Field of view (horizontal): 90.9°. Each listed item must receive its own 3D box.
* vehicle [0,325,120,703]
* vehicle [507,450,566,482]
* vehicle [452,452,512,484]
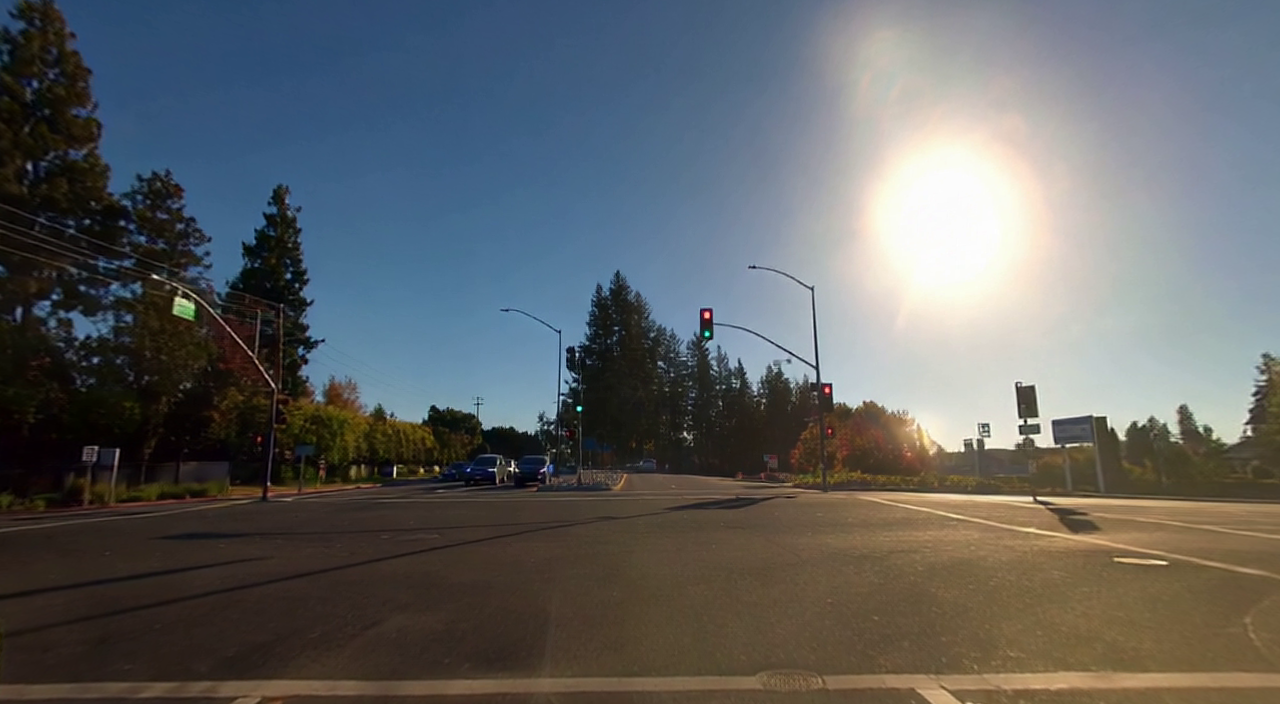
[{"bbox_3d":[-3.485,0.524,0.487,2.242,1.761,4.505,0,-8,1],"label":"vehicle"},{"bbox_3d":[-5.226,5.812,32.416,2.107,1.456,4.728,0,-8,2],"label":"vehicle"},{"bbox_3d":[-8.023,5.908,32.406,1.960,1.433,4.213,0,-8,1],"label":"vehicle"}]
